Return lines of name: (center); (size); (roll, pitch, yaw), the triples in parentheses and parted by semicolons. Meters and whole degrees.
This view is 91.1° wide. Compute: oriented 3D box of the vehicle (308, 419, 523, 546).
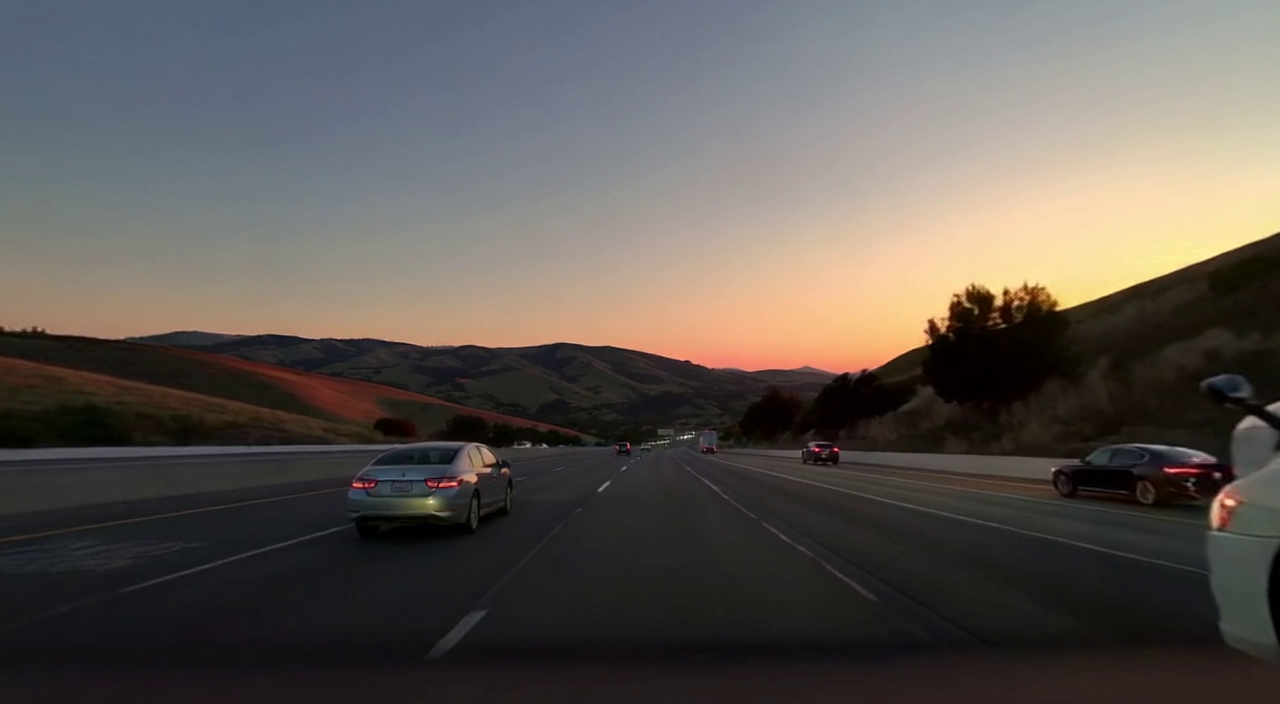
vehicle: (-3.270, 1.977, 10.116); (1.967, 1.615, 3.886); (0, -8, 1)

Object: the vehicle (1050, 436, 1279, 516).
vehicle: (11.568, 2.607, 13.791); (1.982, 1.443, 4.635); (0, -8, 0)

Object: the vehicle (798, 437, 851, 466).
vehicle: (11.963, 6.486, 40.984); (2.062, 1.736, 4.589); (0, -8, 0)
